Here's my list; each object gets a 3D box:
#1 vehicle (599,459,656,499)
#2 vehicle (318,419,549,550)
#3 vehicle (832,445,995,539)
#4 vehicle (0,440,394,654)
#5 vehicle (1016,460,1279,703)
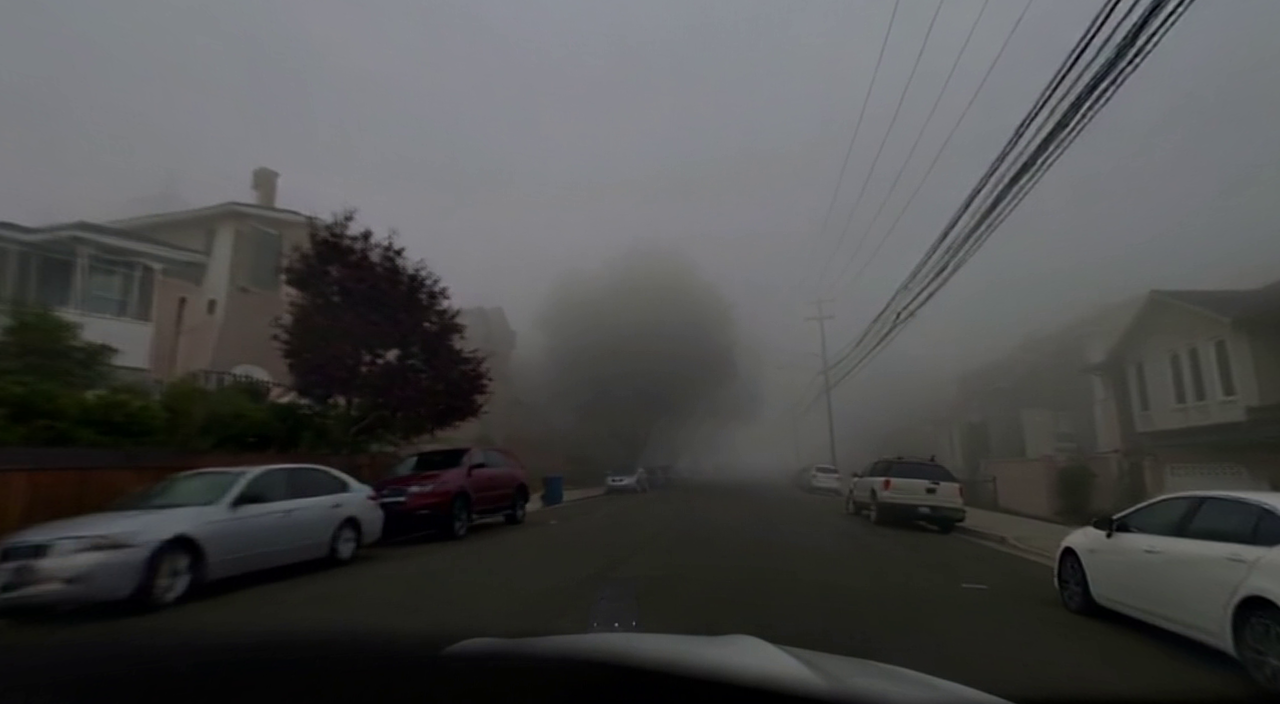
[{"bbox_3d":[-0.505,6.072,30.535,1.971,1.648,4.638,-1,-9,9],"label":"vehicle"},{"bbox_3d":[-3.646,2.564,12.448,2.194,1.995,4.814,-4,-11,11],"label":"vehicle"},{"bbox_3d":[7.086,3.619,17.292,2.547,2.075,5.693,-1,-9,7],"label":"vehicle"},{"bbox_3d":[-4.755,1.805,6.688,1.823,1.427,4.407,-4,-12,12],"label":"vehicle"},{"bbox_3d":[4.961,1.641,4.808,1.973,1.517,4.604,-1,-9,9],"label":"vehicle"}]
